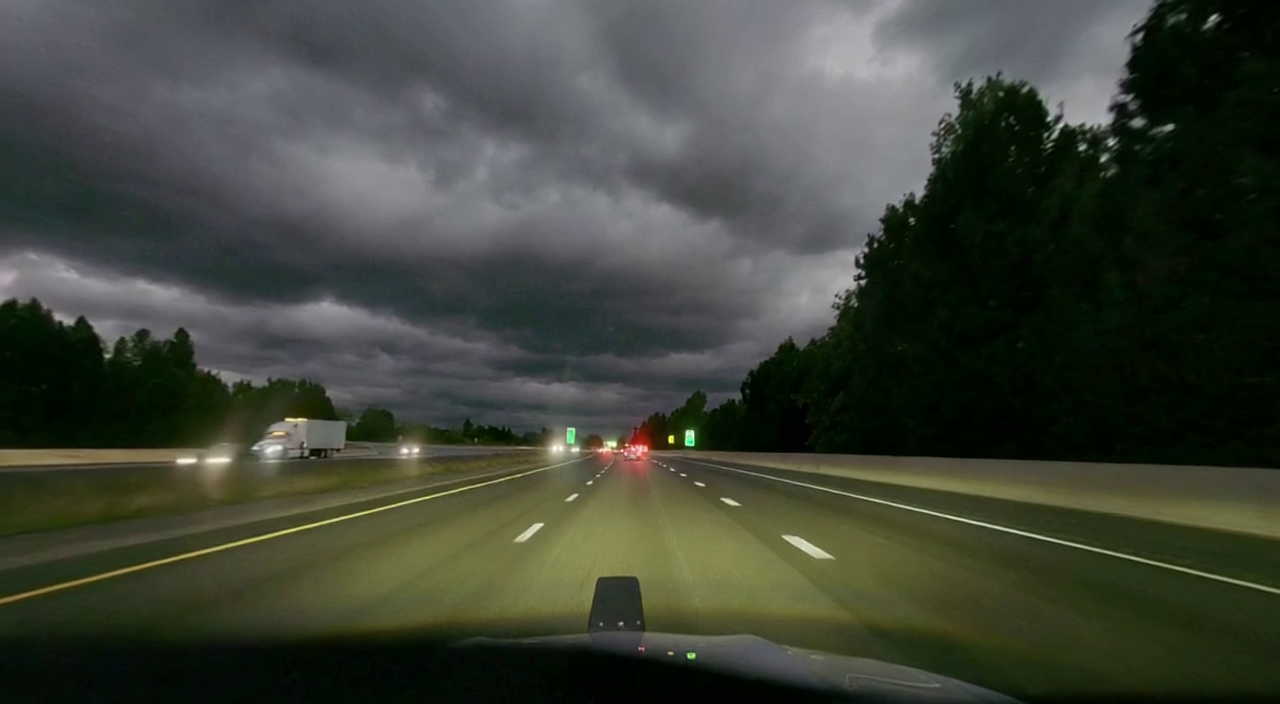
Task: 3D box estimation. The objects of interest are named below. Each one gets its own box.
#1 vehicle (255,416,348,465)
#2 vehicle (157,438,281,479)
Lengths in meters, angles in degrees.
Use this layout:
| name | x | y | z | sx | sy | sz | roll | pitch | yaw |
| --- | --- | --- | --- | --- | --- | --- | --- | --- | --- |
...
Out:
| name | x | y | z | sx | sy | sz | roll | pitch | yaw |
| --- | --- | --- | --- | --- | --- | --- | --- | --- | --- |
| vehicle | -24.788 | 6.581 | 46.706 | 2.659 | 3.306 | 7.765 | 1 | -9 | -2 |
| vehicle | -16.527 | 4.196 | 25.067 | 1.968 | 1.437 | 4.268 | 0 | -9 | 0 |
